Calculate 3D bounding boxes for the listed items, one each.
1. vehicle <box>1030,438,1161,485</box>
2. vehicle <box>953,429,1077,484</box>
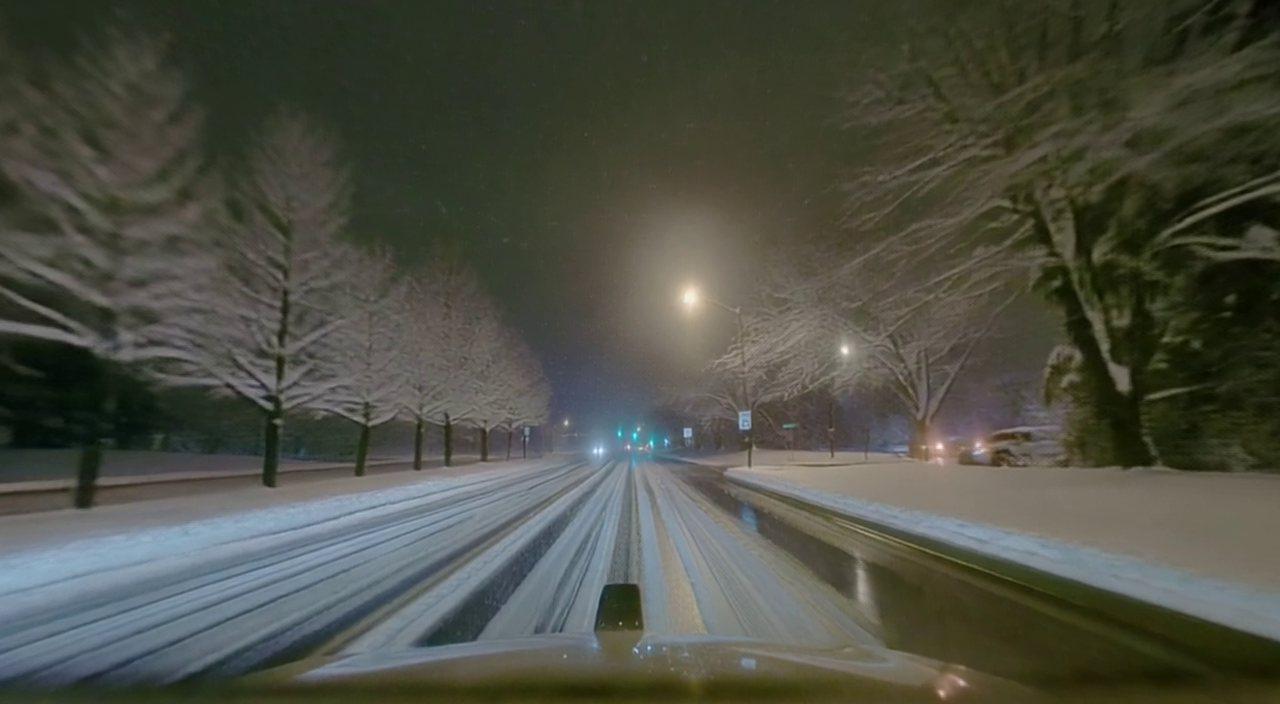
[{"bbox_3d":[17.153,4.136,23.965,1.851,1.566,3.968,-1,-9,-2],"label":"vehicle"},{"bbox_3d":[14.361,4.060,24.499,1.855,1.900,4.714,0,-9,-1],"label":"vehicle"}]
